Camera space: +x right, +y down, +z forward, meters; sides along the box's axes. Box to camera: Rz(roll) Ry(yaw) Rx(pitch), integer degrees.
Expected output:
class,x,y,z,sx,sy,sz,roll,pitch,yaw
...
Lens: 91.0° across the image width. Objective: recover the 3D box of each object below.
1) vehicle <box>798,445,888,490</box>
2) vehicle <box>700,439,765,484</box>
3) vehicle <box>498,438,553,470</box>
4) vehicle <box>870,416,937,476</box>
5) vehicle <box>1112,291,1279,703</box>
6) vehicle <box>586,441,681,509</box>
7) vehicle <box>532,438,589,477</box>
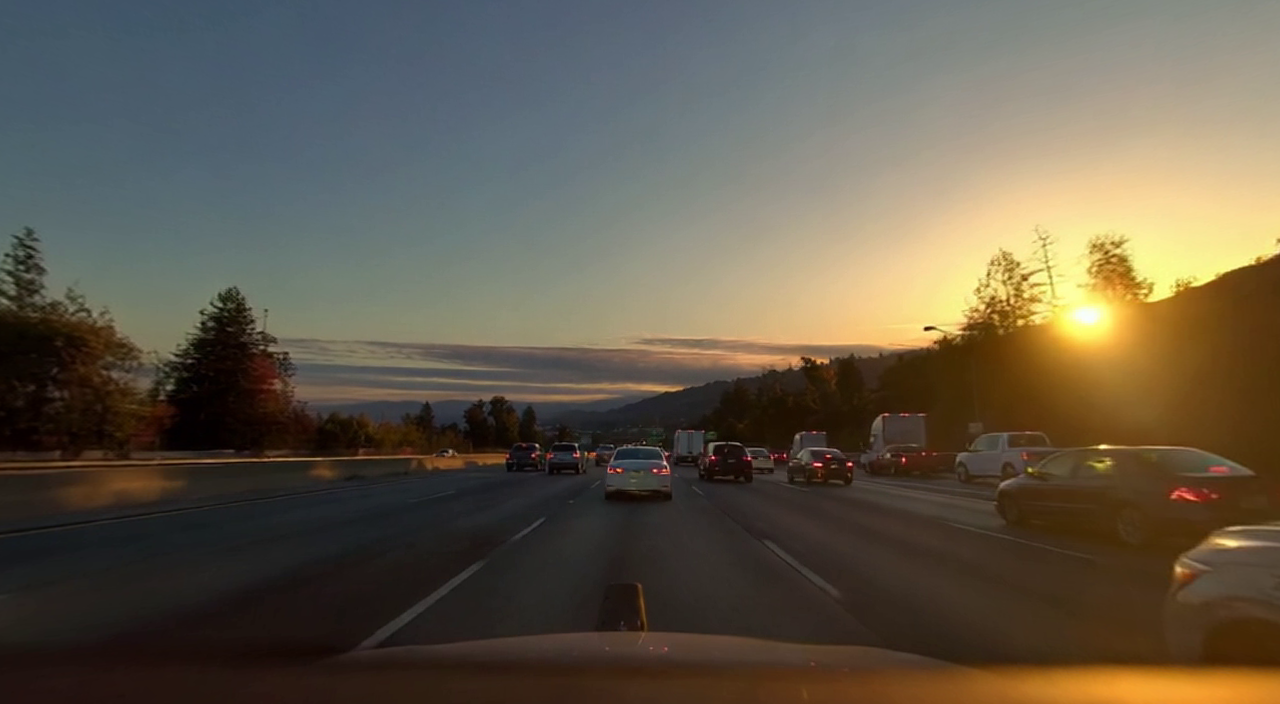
class,x,y,z,sx,sy,sz,roll,pitch,yaw
vehicle,7.475,4.274,23.656,1.942,1.482,4.250,0,-9,0
vehicle,3.687,4.462,25.833,2.053,1.666,4.106,0,-9,0
vehicle,-7.681,6.951,42.974,2.487,1.986,6.157,0,-9,1
vehicle,17.351,6.204,41.664,2.777,3.740,3.338,1,-9,-1
vehicle,3.401,0.470,0.566,2.215,1.879,4.845,0,-9,1
vehicle,-0.131,3.081,16.214,2.132,1.499,4.038,0,-9,1
vehicle,-3.788,5.165,30.938,2.079,1.741,4.436,0,-9,2
